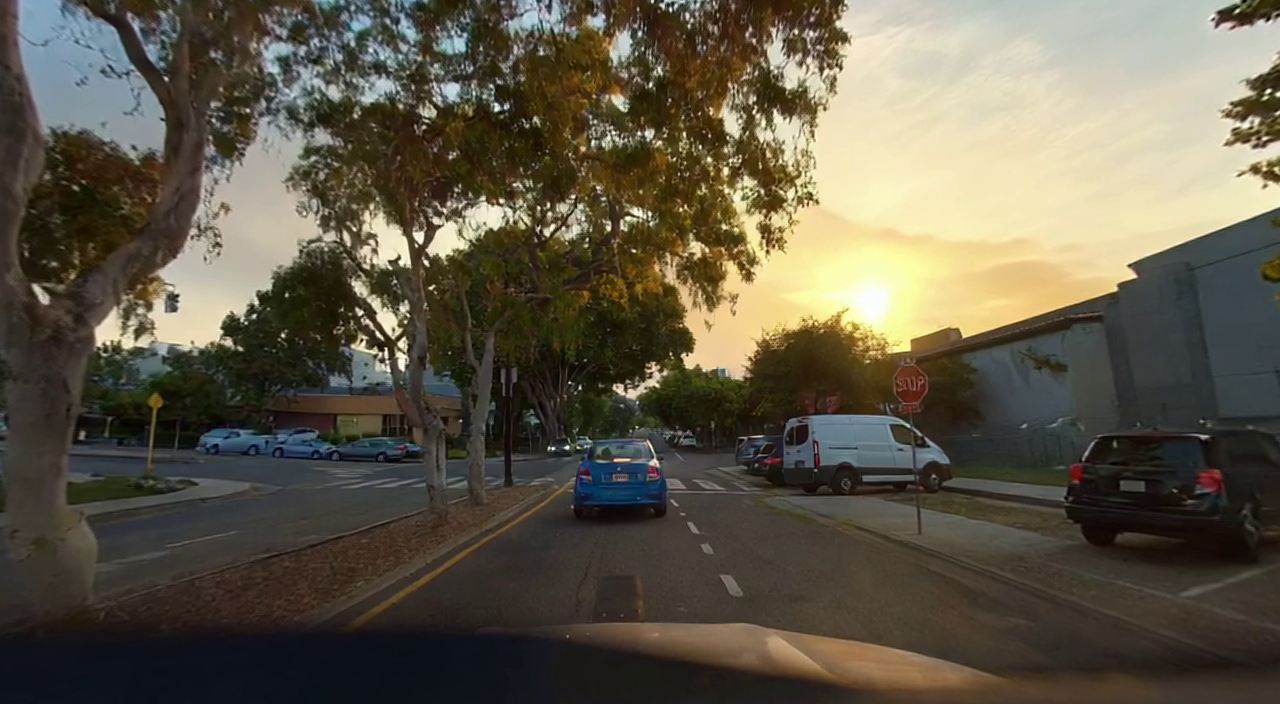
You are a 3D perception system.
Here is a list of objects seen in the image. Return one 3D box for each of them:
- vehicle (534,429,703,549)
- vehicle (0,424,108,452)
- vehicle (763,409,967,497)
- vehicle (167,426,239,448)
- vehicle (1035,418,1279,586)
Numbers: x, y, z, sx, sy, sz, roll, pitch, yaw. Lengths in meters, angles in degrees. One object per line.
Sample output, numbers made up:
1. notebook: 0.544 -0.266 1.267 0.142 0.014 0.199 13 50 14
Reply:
1. vehicle: -0.322 2.020 10.052 2.065 1.450 4.522 0 -8 -2
2. vehicle: -32.300 4.740 34.785 4.006 1.491 2.007 1 -9 -6
3. vehicle: 6.337 2.808 17.743 5.385 2.146 2.143 4 -9 -26
4. vehicle: -32.391 6.322 46.863 3.915 1.574 1.850 0 -8 1
5. vehicle: 7.260 1.767 8.234 3.957 1.650 1.971 5 -10 -33
